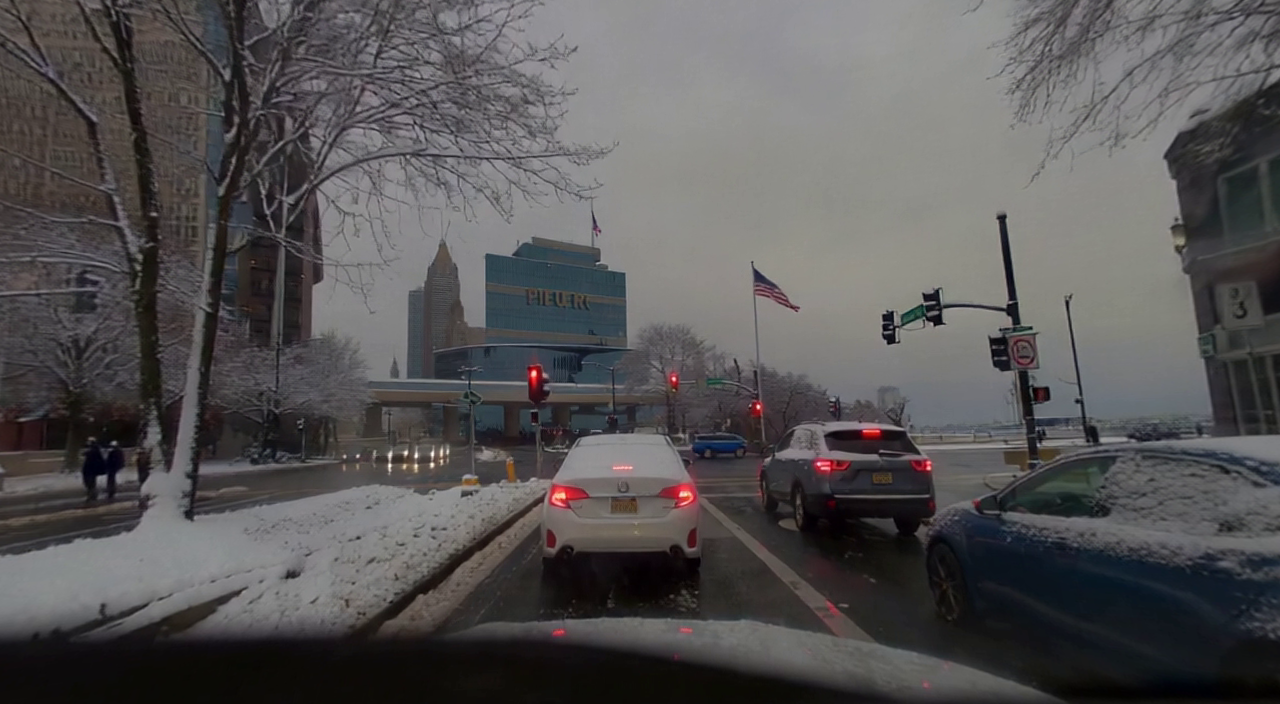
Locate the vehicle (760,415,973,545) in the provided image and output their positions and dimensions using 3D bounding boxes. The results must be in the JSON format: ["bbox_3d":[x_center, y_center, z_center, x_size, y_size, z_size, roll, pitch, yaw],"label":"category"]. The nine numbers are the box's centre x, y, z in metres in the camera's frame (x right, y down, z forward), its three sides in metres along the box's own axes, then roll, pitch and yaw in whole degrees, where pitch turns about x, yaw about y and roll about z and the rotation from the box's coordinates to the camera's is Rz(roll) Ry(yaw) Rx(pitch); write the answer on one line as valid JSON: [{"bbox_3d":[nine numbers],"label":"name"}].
[{"bbox_3d":[3.517,2.085,10.953,1.978,1.738,4.599,0,-8,0],"label":"vehicle"}]

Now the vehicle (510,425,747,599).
[{"bbox_3d":[-0.107,1.700,7.544,2.096,1.521,3.747,0,-8,0],"label":"vehicle"}]

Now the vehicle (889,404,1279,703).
[{"bbox_3d":[3.381,1.171,3.996,1.833,1.465,4.258,0,-8,-1],"label":"vehicle"}]
